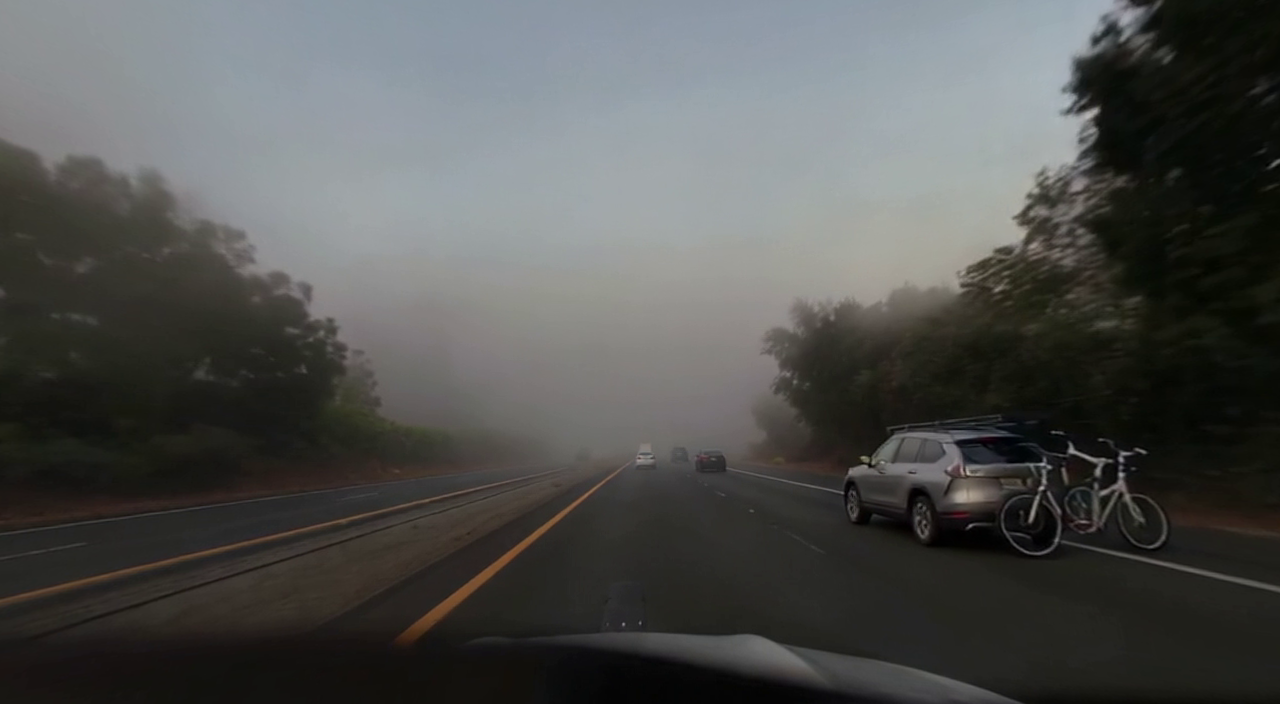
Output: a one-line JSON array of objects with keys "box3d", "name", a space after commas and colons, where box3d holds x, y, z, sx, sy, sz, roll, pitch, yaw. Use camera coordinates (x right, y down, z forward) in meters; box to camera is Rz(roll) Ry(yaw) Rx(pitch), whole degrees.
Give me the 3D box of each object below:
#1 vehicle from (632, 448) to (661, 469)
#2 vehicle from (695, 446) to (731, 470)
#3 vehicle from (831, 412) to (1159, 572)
[{"box3d": [0.467, 7.797, 46.266, 1.991, 1.459, 3.769, 0, -9, 0], "name": "vehicle"}, {"box3d": [4.955, 7.300, 43.481, 1.964, 1.513, 3.707, 0, -9, -1], "name": "vehicle"}, {"box3d": [4.238, 1.744, 8.514, 1.978, 1.604, 4.128, 0, -9, 0], "name": "vehicle"}]
